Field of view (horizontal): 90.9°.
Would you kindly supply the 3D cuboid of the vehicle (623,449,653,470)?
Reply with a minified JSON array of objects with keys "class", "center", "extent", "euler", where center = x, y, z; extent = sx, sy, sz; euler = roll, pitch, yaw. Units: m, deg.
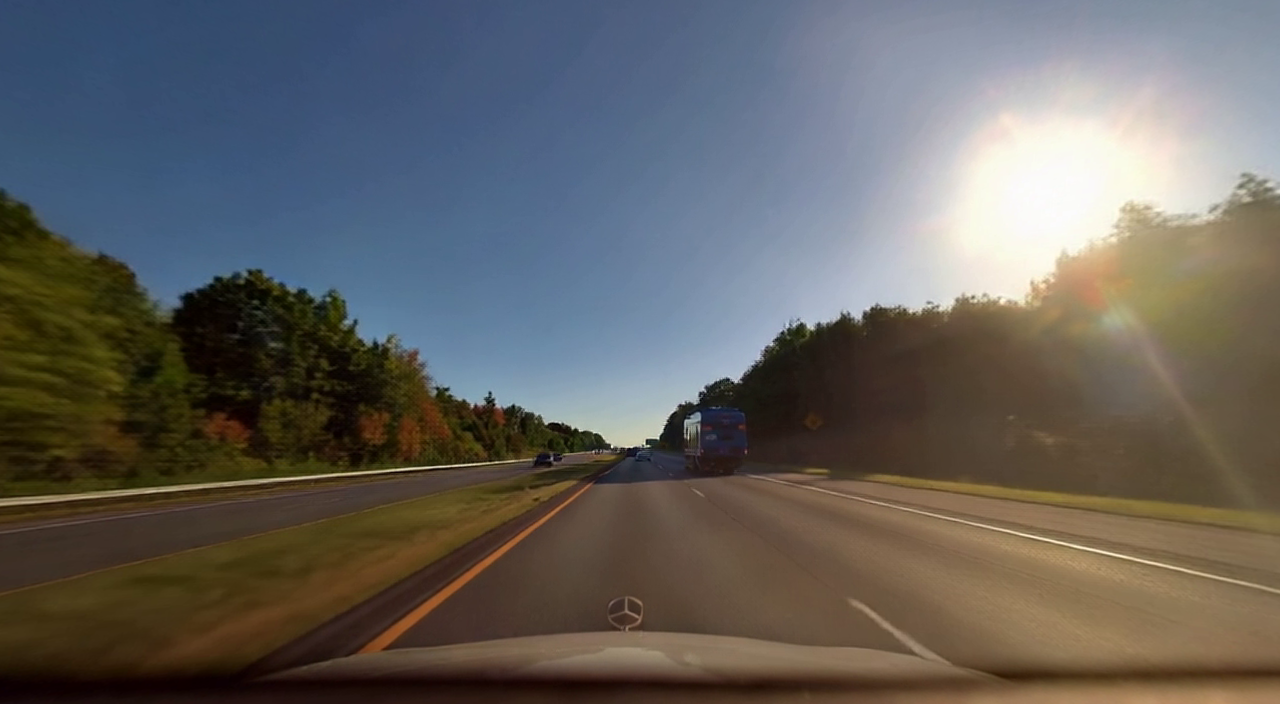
[{"class":"vehicle","center":[-0.150,7.394,43.537],"extent":[1.926,1.386,3.615],"euler":[0,-9,0]}]

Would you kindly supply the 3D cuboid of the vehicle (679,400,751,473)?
[{"class":"vehicle","center":[4.722,5.945,43.337],"extent":[2.939,4.129,14.300],"euler":[0,-9,-1]}]
